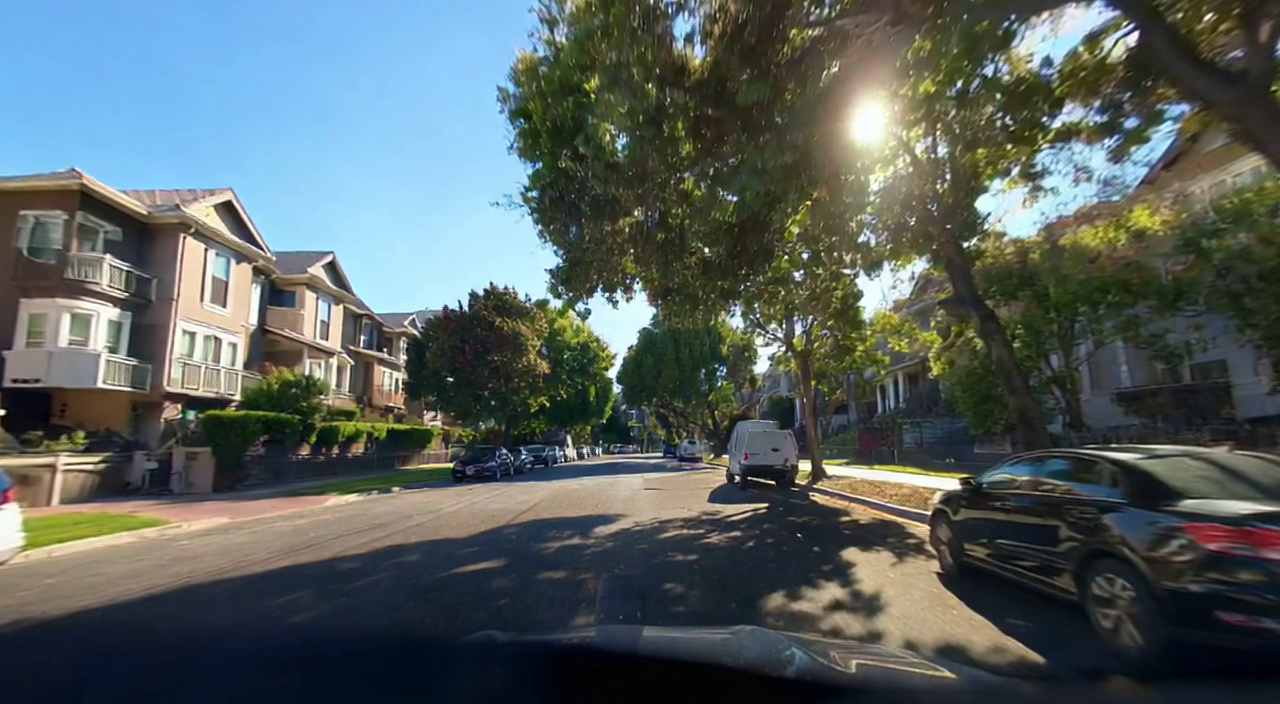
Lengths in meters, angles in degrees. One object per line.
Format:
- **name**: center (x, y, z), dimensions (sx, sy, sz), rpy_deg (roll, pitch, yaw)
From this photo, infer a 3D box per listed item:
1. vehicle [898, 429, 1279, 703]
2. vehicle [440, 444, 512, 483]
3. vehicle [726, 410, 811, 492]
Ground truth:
- **vehicle**: center (4.086, 1.435, 5.214), dimensions (2.047, 1.473, 4.702), rpy_deg (0, -8, 2)
- **vehicle**: center (-7.015, 4.833, 27.429), dimensions (2.003, 1.501, 4.779), rpy_deg (-1, -9, -2)
- **vehicle**: center (4.091, 3.209, 20.400), dimensions (2.158, 2.478, 2.078), rpy_deg (-1, -10, -2)
